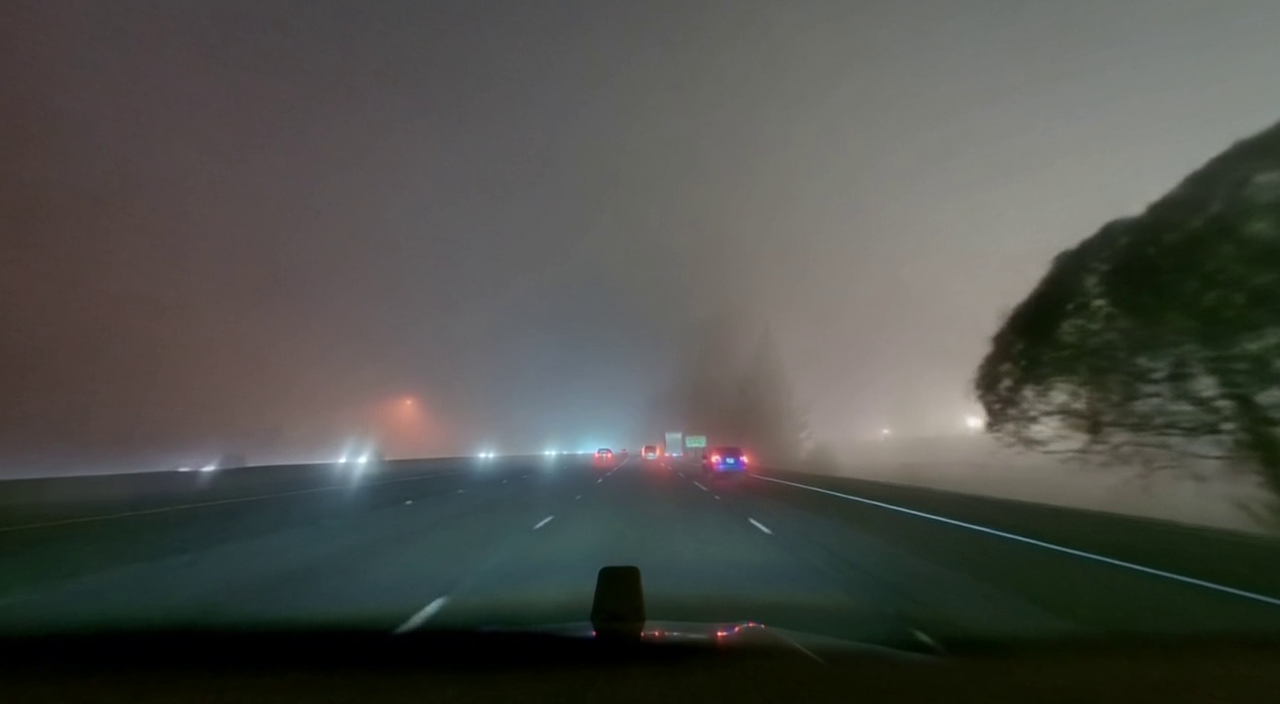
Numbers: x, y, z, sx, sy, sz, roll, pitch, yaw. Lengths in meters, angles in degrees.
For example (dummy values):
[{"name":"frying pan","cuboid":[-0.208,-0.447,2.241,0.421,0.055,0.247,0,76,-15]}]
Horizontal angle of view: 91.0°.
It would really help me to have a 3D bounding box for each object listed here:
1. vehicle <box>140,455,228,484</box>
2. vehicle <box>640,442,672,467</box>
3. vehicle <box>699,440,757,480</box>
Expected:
[{"name":"vehicle","cuboid":[-28.515,7.319,39.597,1.920,1.635,4.677,0,-9,1]},{"name":"vehicle","cuboid":[1.148,7.594,46.729,2.205,1.785,4.423,0,-9,0]},{"name":"vehicle","cuboid":[4.014,5.022,29.465,2.082,1.720,4.393,0,-9,0]}]
